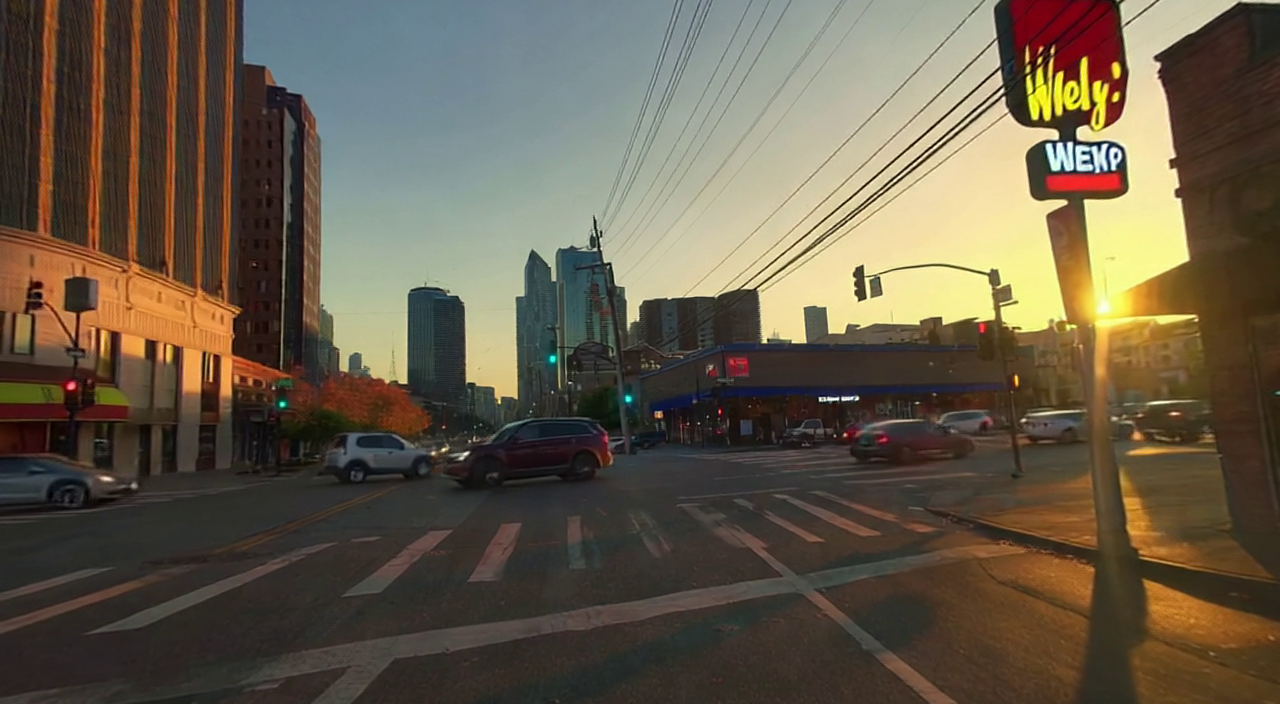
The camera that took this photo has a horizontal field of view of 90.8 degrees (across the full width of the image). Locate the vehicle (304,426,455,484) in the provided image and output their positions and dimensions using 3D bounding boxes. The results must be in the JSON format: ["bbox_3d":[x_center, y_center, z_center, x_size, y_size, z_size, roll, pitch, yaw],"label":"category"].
[{"bbox_3d":[-8.786,3.503,21.695,2.105,1.761,4.292,-5,-10,31],"label":"vehicle"}]

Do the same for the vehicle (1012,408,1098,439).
[{"bbox_3d":[21.439,3.736,32.615,4.433,1.453,1.804,4,-10,-30],"label":"vehicle"}]

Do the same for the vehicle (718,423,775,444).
[{"bbox_3d":[7.607,5.866,45.402,1.866,1.430,3.901,5,-10,-30],"label":"vehicle"}]

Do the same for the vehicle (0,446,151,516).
[{"bbox_3d":[-14.886,3.123,15.584,4.300,1.579,2.166,6,-10,-36],"label":"vehicle"}]

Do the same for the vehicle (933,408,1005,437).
[{"bbox_3d":[22.439,4.845,43.044,4.474,1.788,2.039,4,-10,-28],"label":"vehicle"}]

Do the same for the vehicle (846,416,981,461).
[{"bbox_3d":[9.891,3.140,22.806,4.707,1.487,1.907,4,-10,-28],"label":"vehicle"}]

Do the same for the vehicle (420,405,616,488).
[{"bbox_3d":[-3.234,2.722,18.260,2.374,1.985,5.588,-5,-10,31],"label":"vehicle"}]
